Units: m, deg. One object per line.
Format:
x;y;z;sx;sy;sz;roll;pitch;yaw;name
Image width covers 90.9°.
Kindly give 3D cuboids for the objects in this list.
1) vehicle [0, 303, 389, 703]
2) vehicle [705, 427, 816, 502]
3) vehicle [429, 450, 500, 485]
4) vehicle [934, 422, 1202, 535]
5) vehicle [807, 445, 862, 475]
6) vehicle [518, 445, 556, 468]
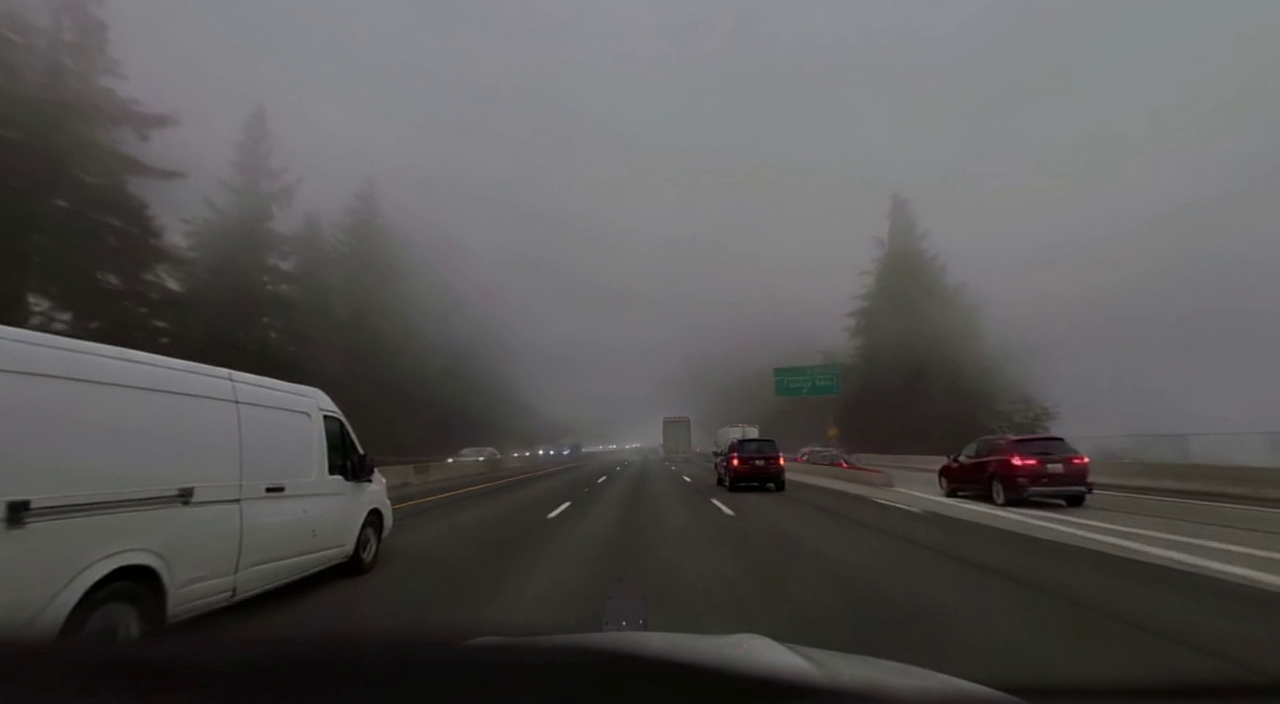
-3.722;0.926;3.710;2.159;1.922;5.345;0;-8;1;vehicle
3.295;3.187;18.308;2.209;1.862;4.717;0;-8;-1;vehicle
-8.024;5.294;29.248;1.911;1.440;4.514;0;-8;1;vehicle
7.507;2.235;11.757;1.976;1.703;4.288;0;-8;0;vehicle
10.174;5.655;33.281;1.827;1.493;3.919;0;-8;3;vehicle
-7.662;7.805;47.368;2.012;1.669;4.599;0;-8;2;vehicle
